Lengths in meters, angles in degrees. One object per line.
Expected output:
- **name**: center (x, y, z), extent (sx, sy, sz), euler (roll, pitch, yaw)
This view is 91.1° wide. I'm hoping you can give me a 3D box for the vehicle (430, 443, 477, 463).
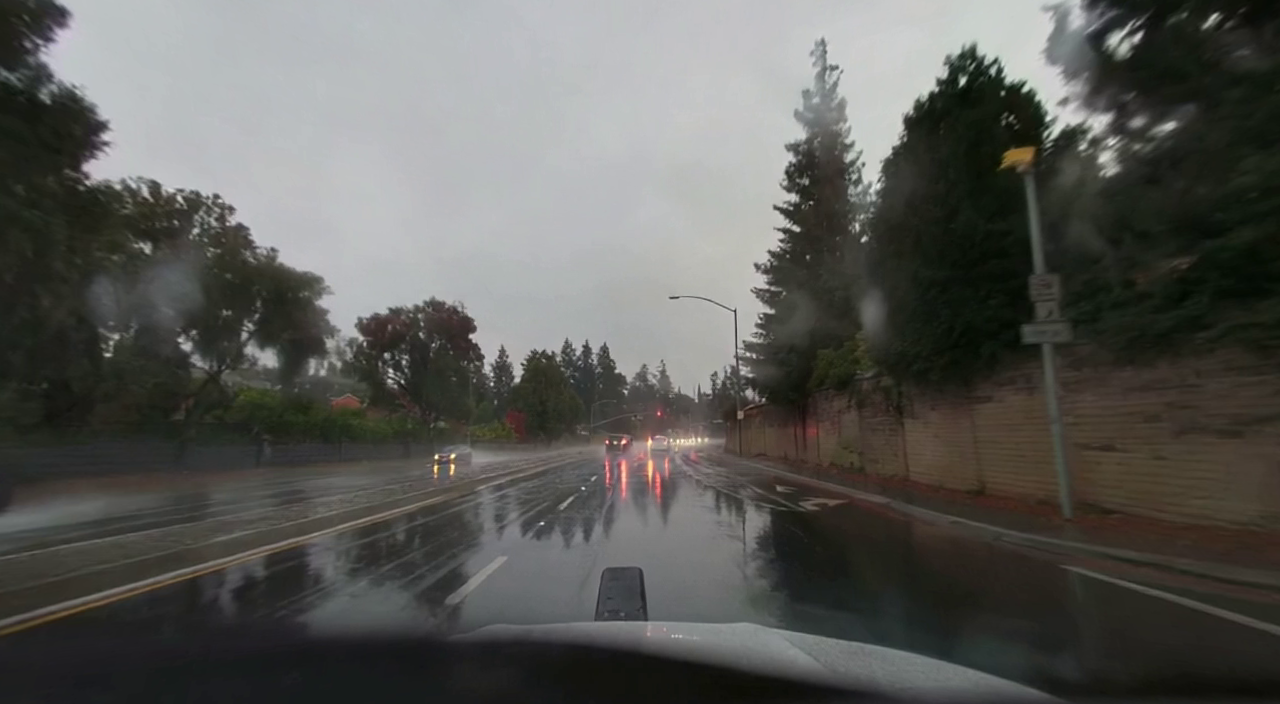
- **vehicle**: center (-14.418, 7.854, 48.848), extent (1.889, 1.461, 4.730), euler (-1, -8, 4)
